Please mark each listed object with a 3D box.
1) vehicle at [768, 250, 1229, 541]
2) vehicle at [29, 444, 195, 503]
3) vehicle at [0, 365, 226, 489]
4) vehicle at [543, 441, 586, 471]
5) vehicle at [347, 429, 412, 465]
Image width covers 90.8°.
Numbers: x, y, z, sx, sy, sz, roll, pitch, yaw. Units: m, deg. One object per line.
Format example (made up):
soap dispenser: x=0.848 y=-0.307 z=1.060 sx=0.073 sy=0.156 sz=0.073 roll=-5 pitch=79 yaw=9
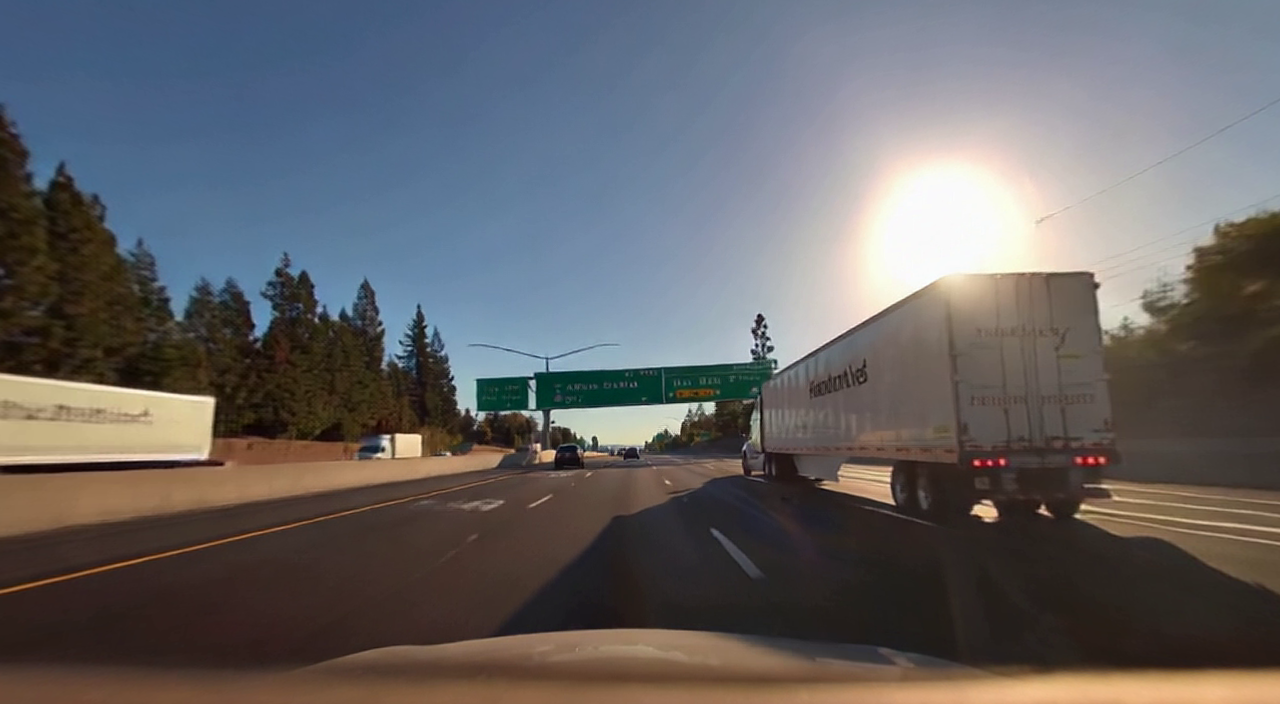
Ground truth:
vehicle: x=6.658 y=1.756 z=16.951 sx=2.919 sy=4.195 sz=15.833 roll=0 pitch=-9 yaw=-1
vehicle: x=-13.404 y=3.062 z=16.300 sx=1.465 sy=1.338 sz=3.232 roll=0 pitch=-9 yaw=0
vehicle: x=-21.549 y=2.752 z=22.375 sx=2.886 sy=3.845 sz=16.291 roll=0 pitch=-9 yaw=0
vehicle: x=-4.365 y=6.092 z=37.071 sx=2.027 sy=1.651 sz=4.099 roll=0 pitch=-9 yaw=0
vehicle: x=-17.978 y=6.582 z=43.867 sx=2.202 sy=2.326 sz=5.237 roll=-1 pitch=-9 yaw=0
